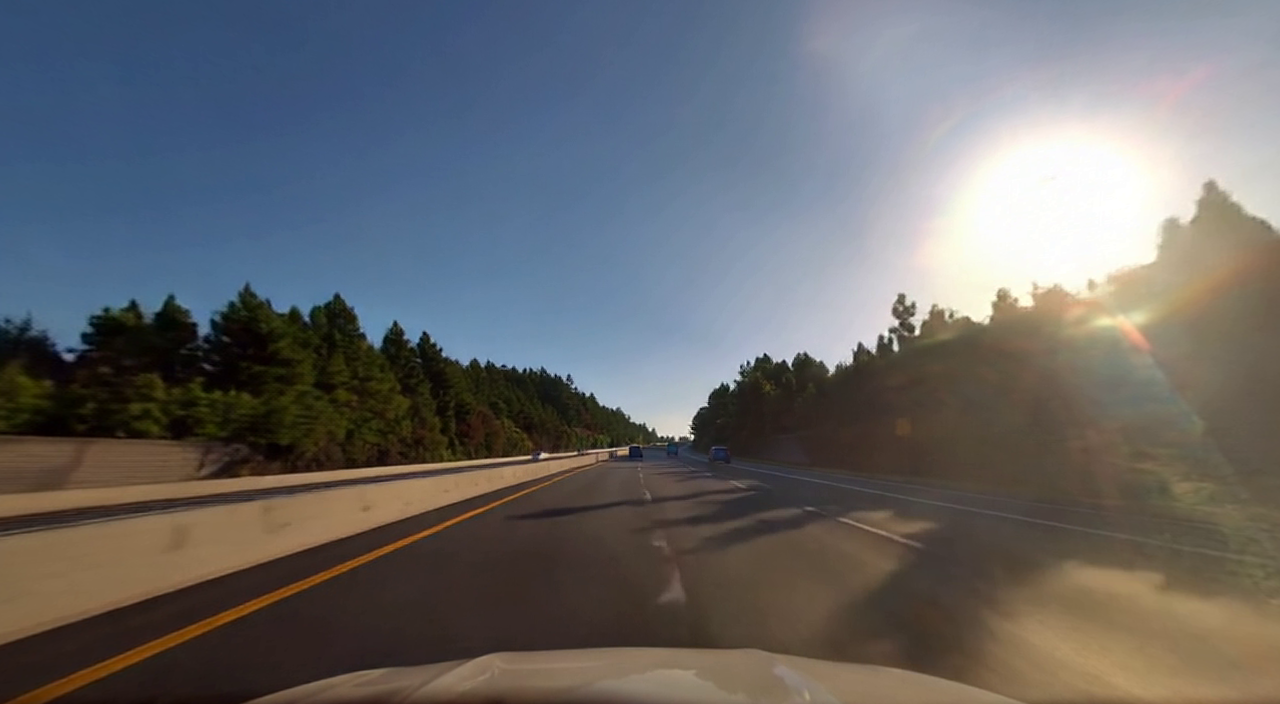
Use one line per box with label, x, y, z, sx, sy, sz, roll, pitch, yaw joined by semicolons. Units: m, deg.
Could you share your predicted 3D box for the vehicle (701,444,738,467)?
vehicle;5.735;7.554;45.877;2.175;1.574;3.943;0;-9;-1
